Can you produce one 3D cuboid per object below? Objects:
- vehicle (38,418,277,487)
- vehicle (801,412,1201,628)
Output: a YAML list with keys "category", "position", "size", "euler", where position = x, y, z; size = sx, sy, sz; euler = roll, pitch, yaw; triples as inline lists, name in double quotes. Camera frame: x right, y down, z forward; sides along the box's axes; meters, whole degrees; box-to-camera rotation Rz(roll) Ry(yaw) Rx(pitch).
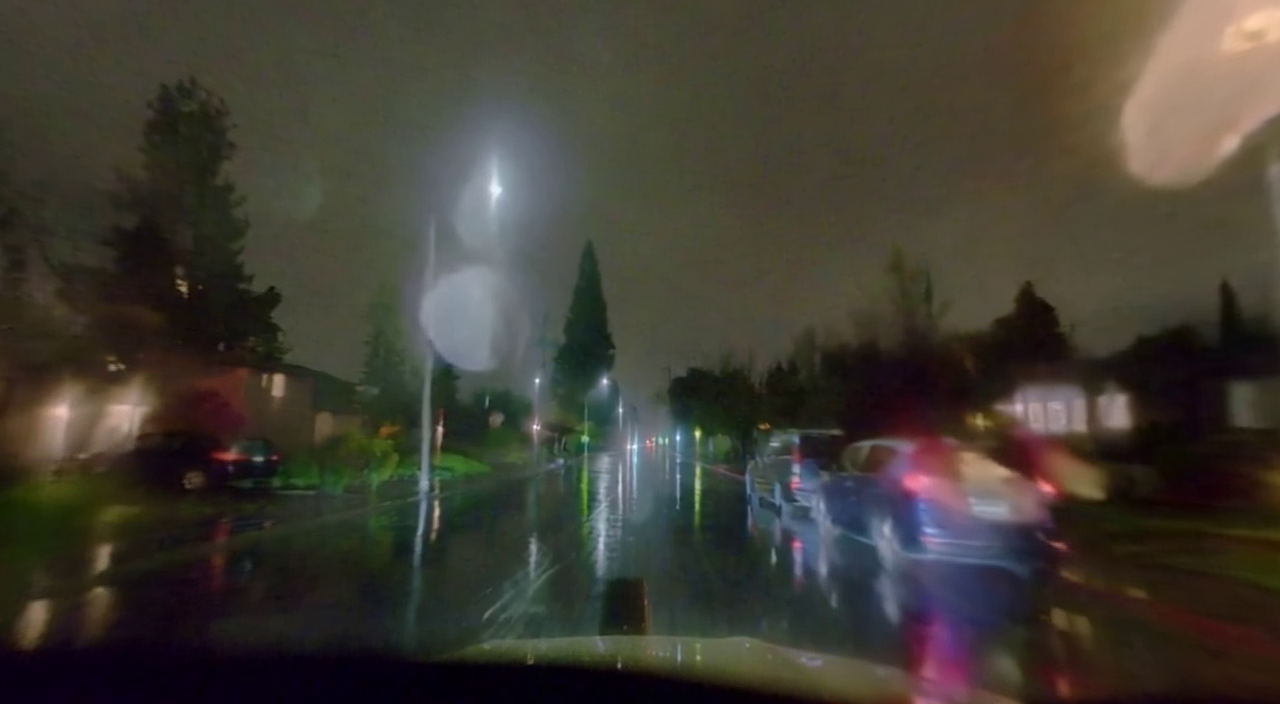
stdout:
- category: "vehicle"
  position: [-12.773, 2.670, 16.890]
  size: [4.906, 1.564, 1.988]
  euler: [1, -8, 6]
- category: "vehicle"
  position: [3.570, 1.724, 7.549]
  size: [2.046, 1.760, 4.570]
  euler: [0, -8, 0]
